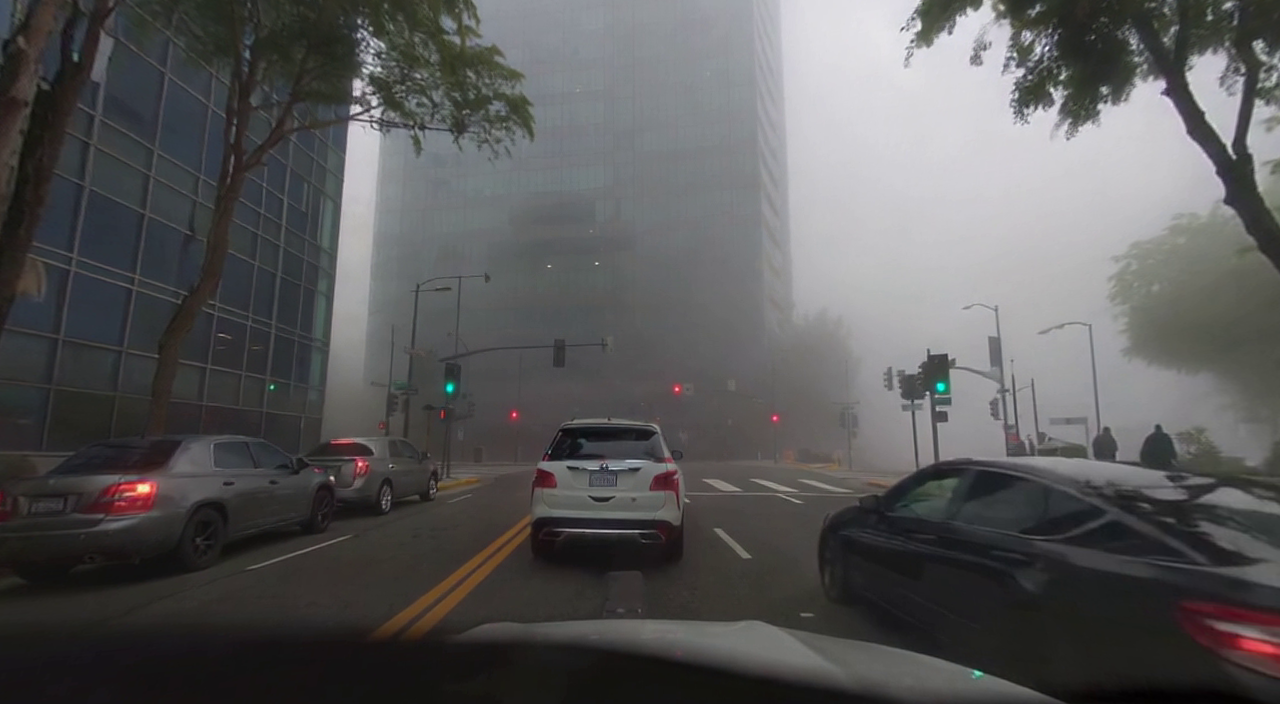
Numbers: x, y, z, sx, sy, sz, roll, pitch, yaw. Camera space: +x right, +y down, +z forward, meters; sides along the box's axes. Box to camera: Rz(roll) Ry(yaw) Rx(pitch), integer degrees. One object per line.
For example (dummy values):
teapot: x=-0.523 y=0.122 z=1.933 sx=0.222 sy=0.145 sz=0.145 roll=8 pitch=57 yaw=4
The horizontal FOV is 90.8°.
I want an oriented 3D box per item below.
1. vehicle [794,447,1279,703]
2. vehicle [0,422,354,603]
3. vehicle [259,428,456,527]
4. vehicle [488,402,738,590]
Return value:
vehicle: x=2.567 y=1.351 z=4.368 sx=1.882 sy=1.354 sz=4.749 roll=0 pitch=-9 yaw=1
vehicle: x=-5.756 y=1.858 z=8.286 sx=1.904 sy=1.684 sz=4.529 roll=0 pitch=-9 yaw=-1
vehicle: x=-5.871 y=2.655 z=13.970 sx=2.077 sy=1.791 sz=4.751 roll=0 pitch=-9 yaw=1
vehicle: x=-0.227 y=1.606 z=7.784 sx=2.258 sy=1.687 sz=3.934 roll=0 pitch=-9 yaw=1
